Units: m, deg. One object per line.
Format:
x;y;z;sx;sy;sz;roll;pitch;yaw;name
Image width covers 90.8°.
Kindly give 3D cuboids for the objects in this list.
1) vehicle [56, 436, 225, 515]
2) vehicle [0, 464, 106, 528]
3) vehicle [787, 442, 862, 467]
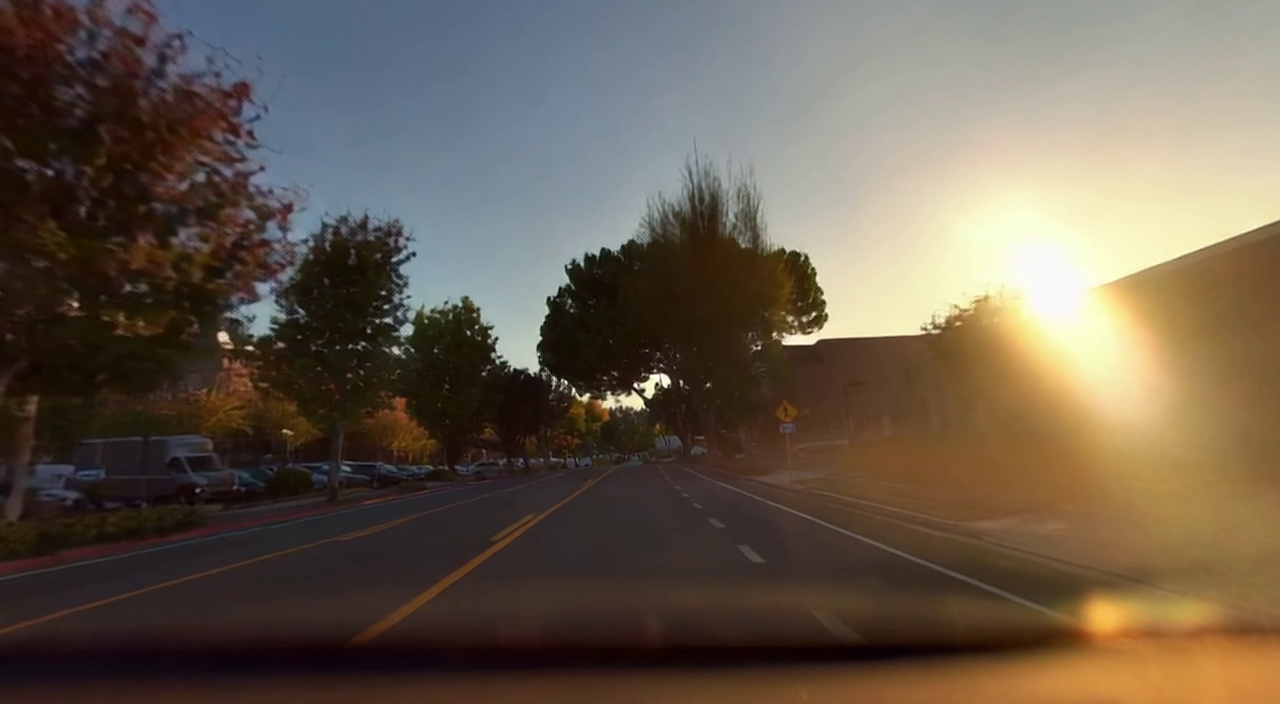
-19.454;4.732;24.605;5.971;2.749;2.293;-4;-10;22;vehicle
-19.142;4.336;19.488;4.686;1.716;2.017;-4;-11;23;vehicle
12.904;7.195;44.266;4.632;1.701;1.975;-5;-11;27;vehicle
